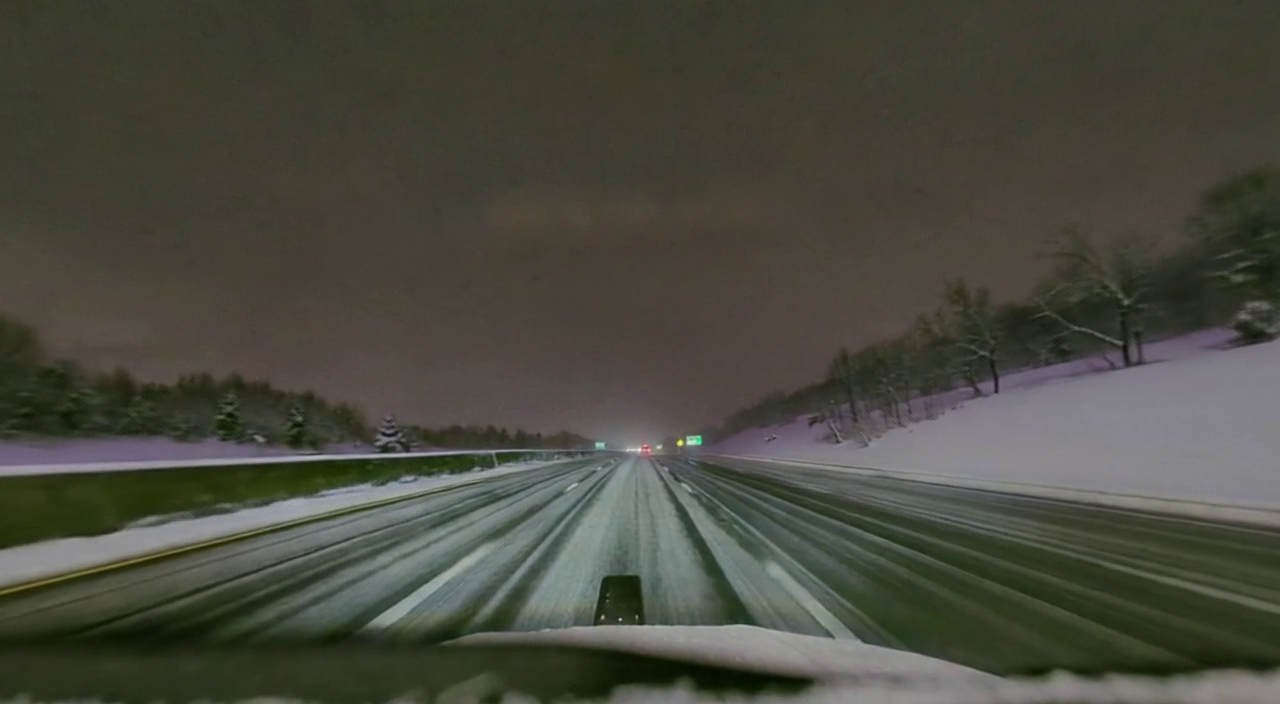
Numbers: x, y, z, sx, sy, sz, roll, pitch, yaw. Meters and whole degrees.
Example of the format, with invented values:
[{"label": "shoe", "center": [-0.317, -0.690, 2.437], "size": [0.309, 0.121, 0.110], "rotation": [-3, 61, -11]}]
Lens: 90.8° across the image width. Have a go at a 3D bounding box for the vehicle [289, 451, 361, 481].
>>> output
[{"label": "vehicle", "center": [-19.463, 7.041, 39.255], "size": [2.025, 1.633, 4.820], "rotation": [0, -8, 0]}]
